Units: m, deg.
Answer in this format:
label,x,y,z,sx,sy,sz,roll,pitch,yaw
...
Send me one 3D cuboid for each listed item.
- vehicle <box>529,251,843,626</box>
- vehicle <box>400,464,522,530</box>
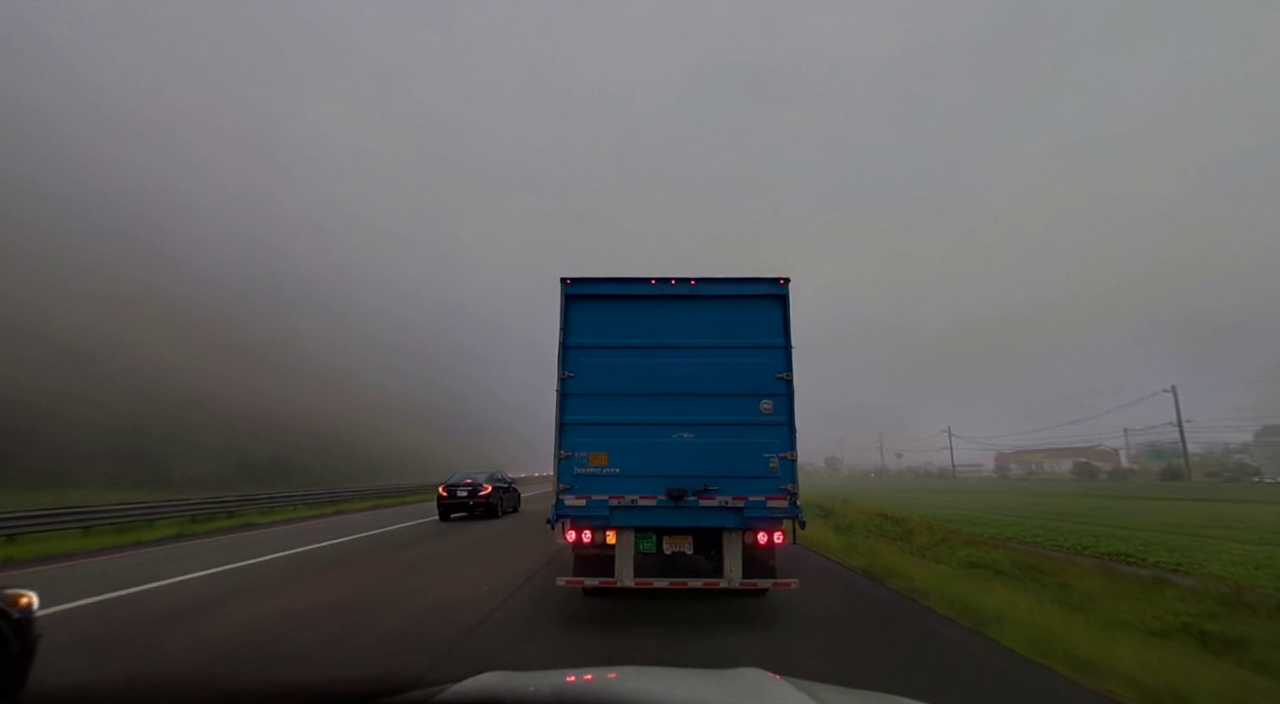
label,x,y,z,sx,sy,sz,roll,pitch,yaw
vehicle,0.569,1.514,10.292,2.831,3.529,8.689,0,-11,2
vehicle,-4.525,3.743,16.696,1.891,1.469,4.431,1,-11,0
